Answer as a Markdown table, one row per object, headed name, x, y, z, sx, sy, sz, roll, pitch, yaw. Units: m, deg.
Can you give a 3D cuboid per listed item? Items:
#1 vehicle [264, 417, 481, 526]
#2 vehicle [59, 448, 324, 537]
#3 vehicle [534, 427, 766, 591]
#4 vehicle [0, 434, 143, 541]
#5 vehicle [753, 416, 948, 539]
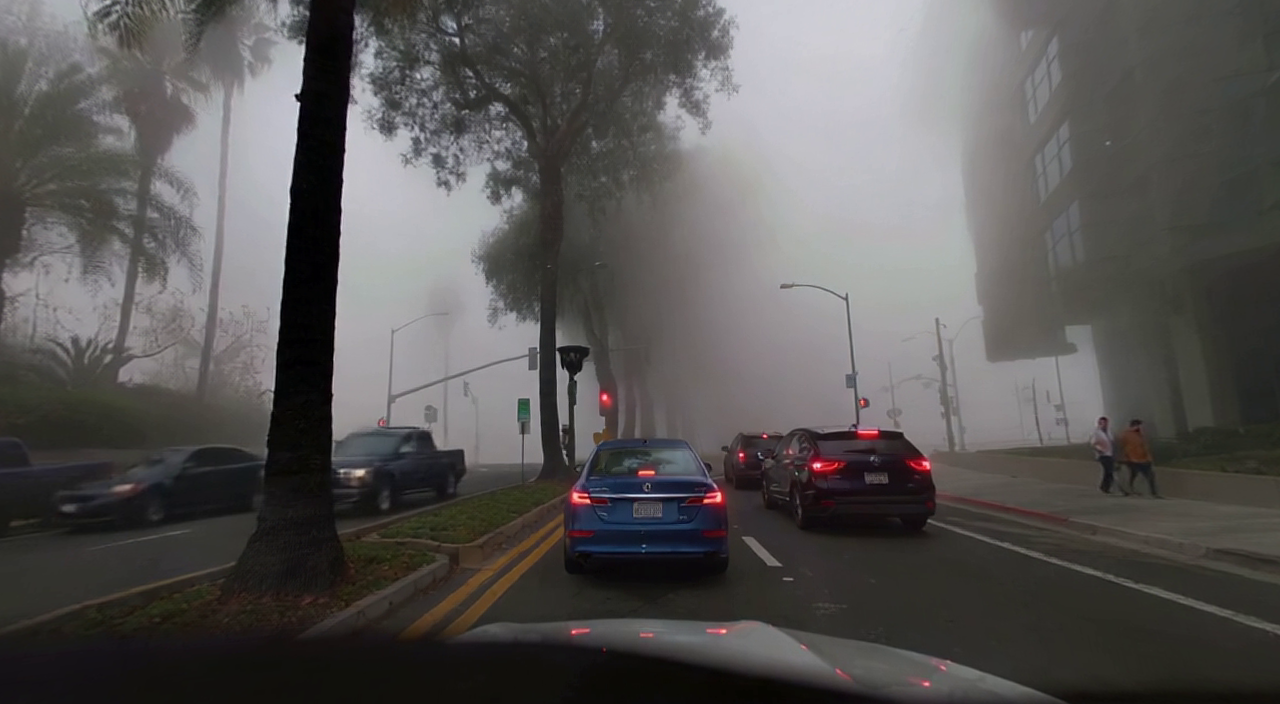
| name | x | y | z | sx | sy | sz | roll | pitch | yaw |
| --- | --- | --- | --- | --- | --- | --- | --- | --- | --- |
| vehicle | -5.204 | 2.400 | 13.274 | 2.068 | 1.811 | 4.910 | -2 | -9 | 5 |
| vehicle | -8.583 | 2.678 | 12.776 | 1.898 | 1.439 | 4.540 | -1 | -8 | 2 |
| vehicle | 0.131 | 1.716 | 7.747 | 2.088 | 1.452 | 3.993 | 0 | -8 | 1 |
| vehicle | -13.055 | 2.720 | 12.294 | 2.240 | 1.964 | 5.707 | -6 | -8 | 0 |
| vehicle | 3.396 | 2.112 | 11.239 | 2.003 | 1.733 | 4.319 | 0 | -8 | 1 |
